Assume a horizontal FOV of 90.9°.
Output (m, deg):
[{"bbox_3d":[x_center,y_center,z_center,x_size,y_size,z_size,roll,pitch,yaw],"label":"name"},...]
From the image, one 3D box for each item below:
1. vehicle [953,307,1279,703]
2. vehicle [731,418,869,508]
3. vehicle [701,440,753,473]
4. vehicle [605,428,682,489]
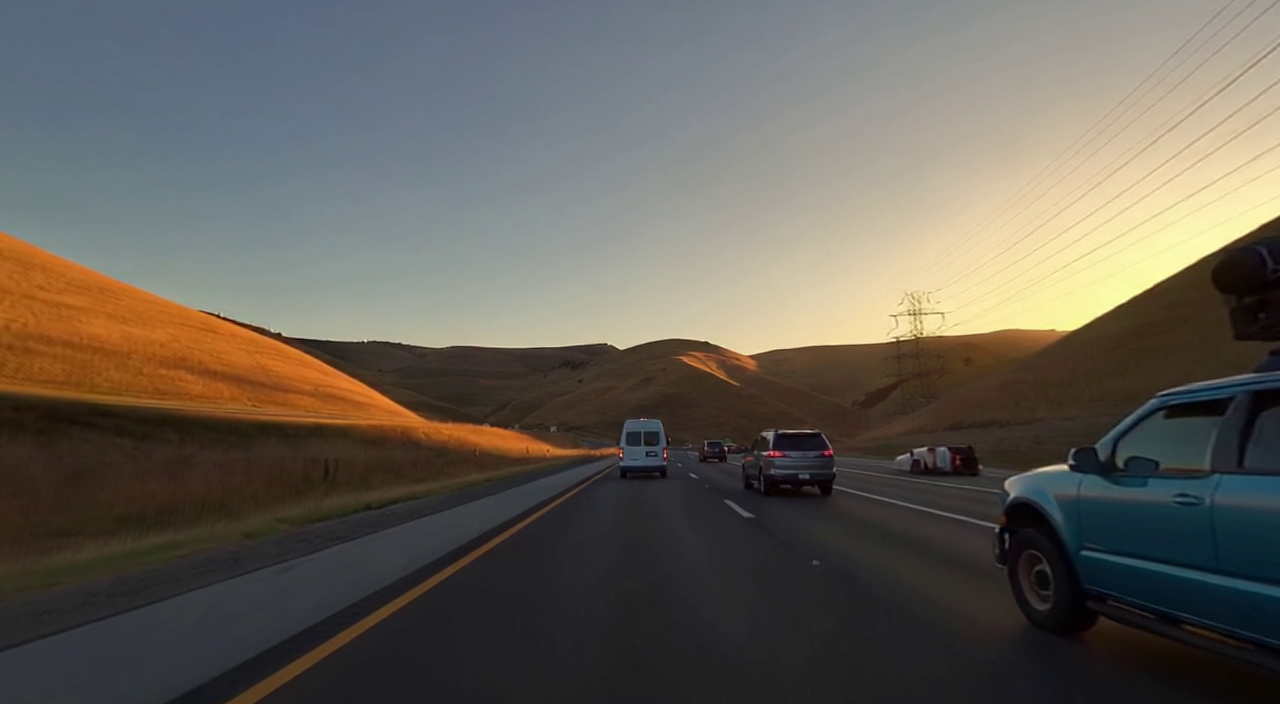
[{"bbox_3d":[3.960,0.727,2.241,2.691,1.901,5.744,0,-8,-1],"label":"vehicle"},{"bbox_3d":[3.600,2.614,15.223,2.139,1.821,4.480,0,-8,0],"label":"vehicle"},{"bbox_3d":[4.095,4.988,30.408,1.938,1.466,4.356,0,-8,1],"label":"vehicle"},{"bbox_3d":[0.138,3.490,20.926,2.268,1.772,4.523,0,-8,1],"label":"vehicle"}]
